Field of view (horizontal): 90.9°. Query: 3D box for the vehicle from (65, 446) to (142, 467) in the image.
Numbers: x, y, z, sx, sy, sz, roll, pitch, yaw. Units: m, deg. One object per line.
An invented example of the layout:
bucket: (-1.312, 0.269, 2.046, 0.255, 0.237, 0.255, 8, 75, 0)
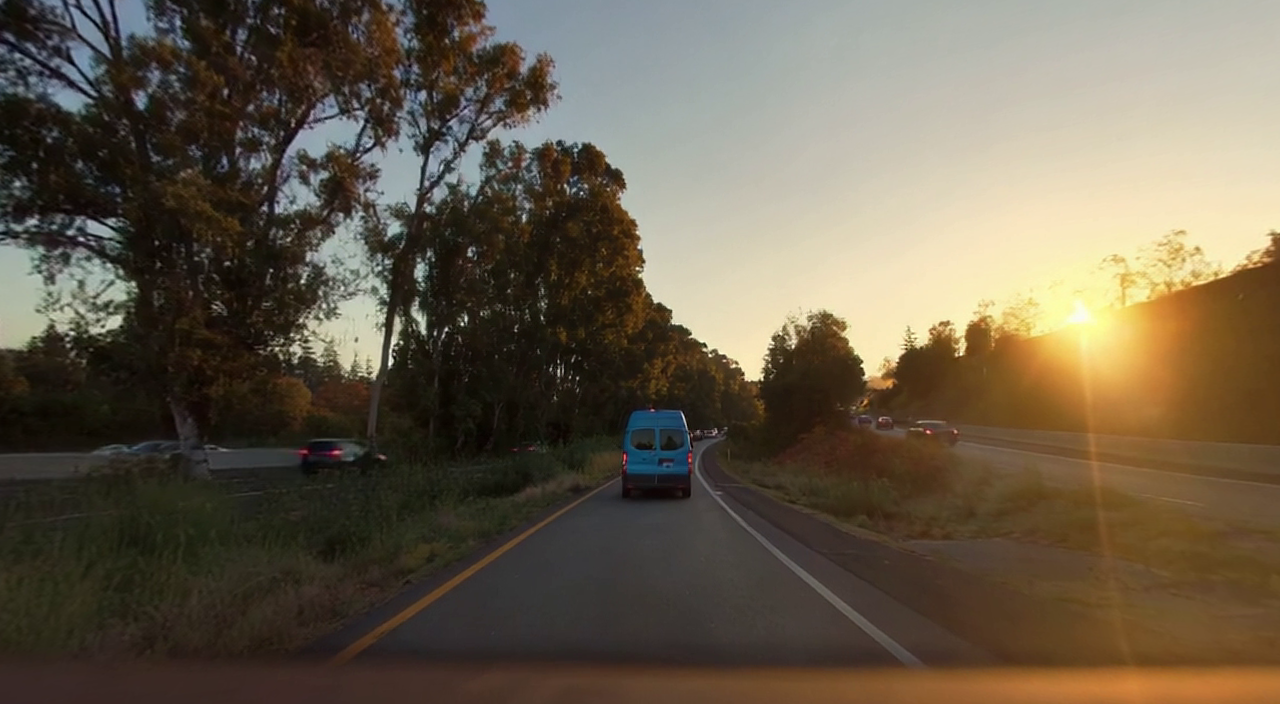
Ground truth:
vehicle: (-40.820, 7.963, 48.116, 1.803, 1.464, 4.455, -1, -8, 3)

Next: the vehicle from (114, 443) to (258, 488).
vehicle: (-16.700, 4.163, 23.538, 1.933, 1.485, 4.454, -1, -8, 3)

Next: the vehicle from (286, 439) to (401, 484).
vehicle: (-12.296, 4.544, 26.689, 2.050, 1.676, 5.319, -1, -8, 3)

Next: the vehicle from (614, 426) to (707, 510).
vehicle: (0.439, 2.875, 16.171, 2.043, 1.821, 4.558, 0, -8, 0)
